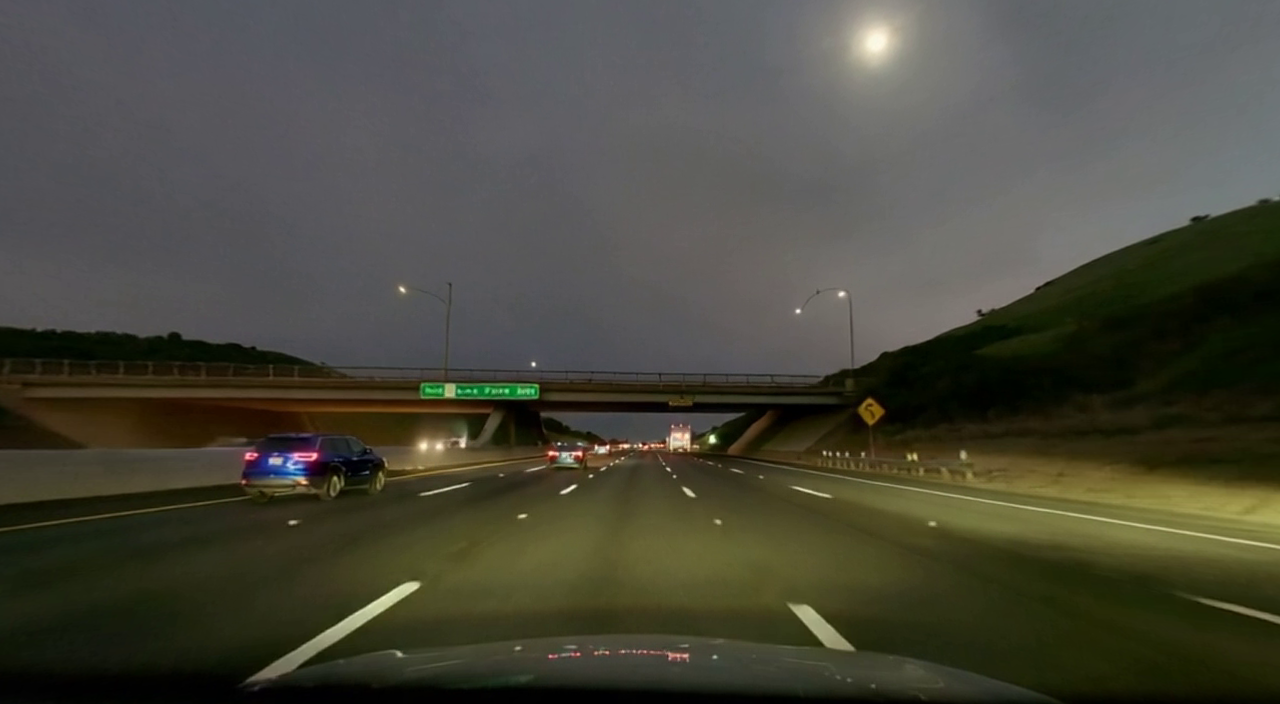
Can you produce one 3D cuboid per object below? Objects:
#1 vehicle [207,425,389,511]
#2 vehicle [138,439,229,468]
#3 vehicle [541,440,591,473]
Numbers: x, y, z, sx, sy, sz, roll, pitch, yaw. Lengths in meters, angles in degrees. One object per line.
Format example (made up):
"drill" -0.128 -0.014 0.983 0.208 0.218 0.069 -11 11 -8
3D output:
"vehicle" -7.619 2.619 14.653 1.860 1.694 4.173 0 -9 0
"vehicle" -26.374 5.884 36.720 1.908 1.558 4.462 0 -9 1
"vehicle" -3.606 5.184 31.519 1.925 1.509 4.363 0 -9 1
